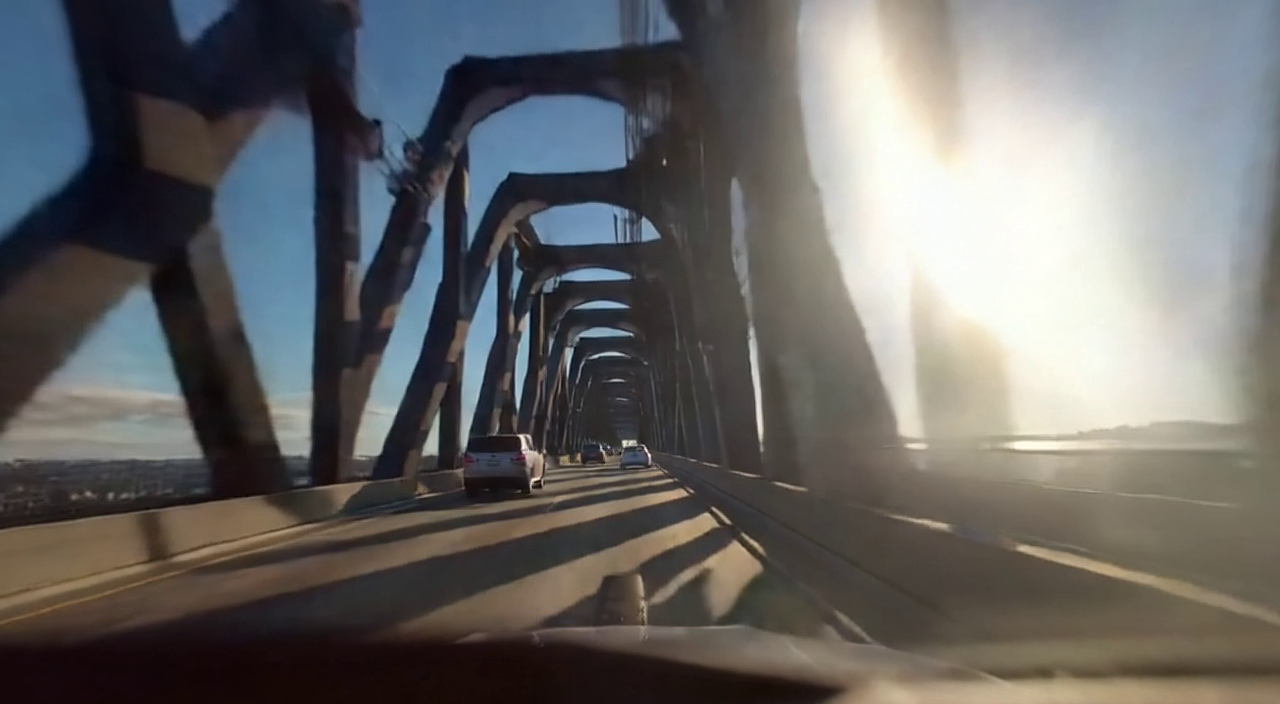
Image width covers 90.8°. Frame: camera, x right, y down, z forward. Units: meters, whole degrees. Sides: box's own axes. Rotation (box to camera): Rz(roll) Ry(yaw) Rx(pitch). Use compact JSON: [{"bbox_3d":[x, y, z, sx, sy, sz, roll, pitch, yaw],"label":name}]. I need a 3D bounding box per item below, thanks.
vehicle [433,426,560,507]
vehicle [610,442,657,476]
[{"bbox_3d":[-3.562,2.957,16.743,2.190,1.807,4.741,0,-9,1],"label":"vehicle"},{"bbox_3d":[-0.298,4.994,29.643,2.048,1.450,3.973,0,-9,-1],"label":"vehicle"}]
